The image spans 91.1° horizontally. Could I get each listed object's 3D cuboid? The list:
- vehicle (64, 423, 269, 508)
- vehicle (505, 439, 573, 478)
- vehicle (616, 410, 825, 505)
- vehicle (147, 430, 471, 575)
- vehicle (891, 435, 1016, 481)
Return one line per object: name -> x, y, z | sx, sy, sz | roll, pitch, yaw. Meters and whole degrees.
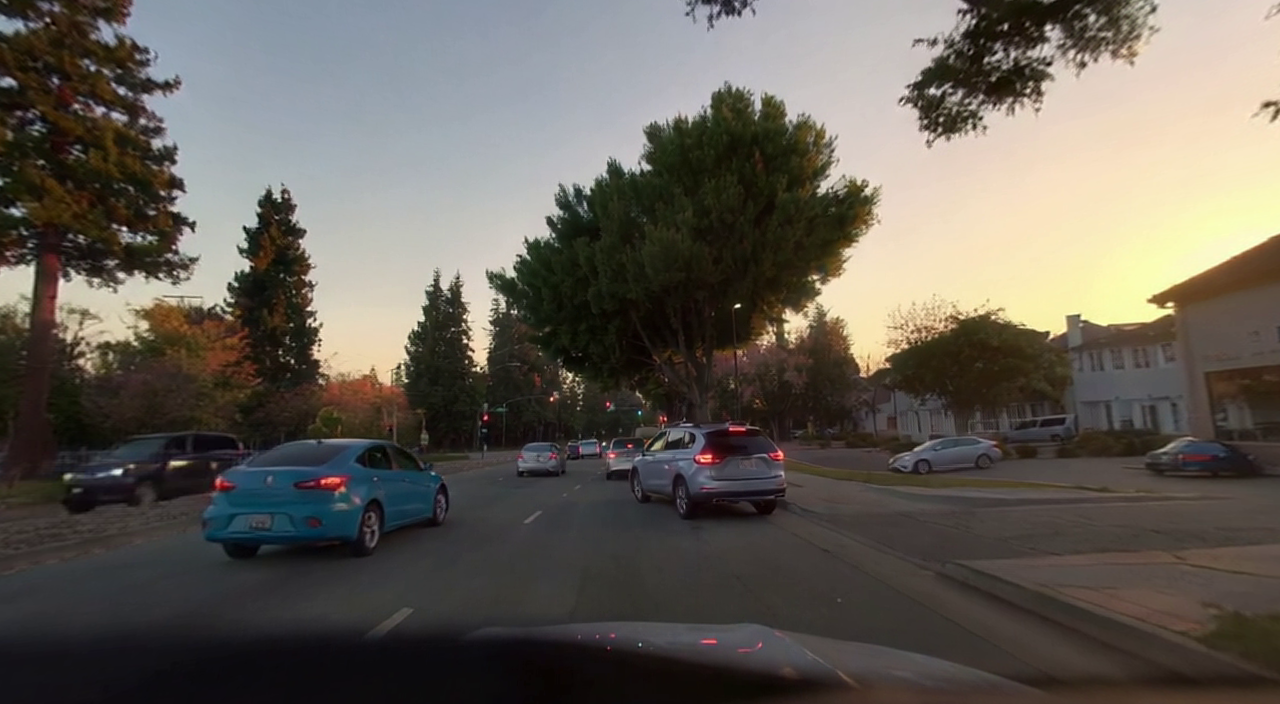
vehicle -> -16.976, 4.091, 23.212 | 2.537, 2.696, 6.281 | 0, -9, 1
vehicle -> -4.020, 4.324, 25.693 | 2.042, 1.470, 4.123 | 0, -8, 0
vehicle -> 1.846, 2.529, 15.327 | 4.642, 1.955, 2.052 | -7, -11, 38
vehicle -> -3.977, 1.863, 8.618 | 2.026, 1.466, 4.282 | 0, -8, 1
vehicle -> 12.300, 4.190, 24.852 | 3.871, 1.525, 1.835 | -3, -9, 0
